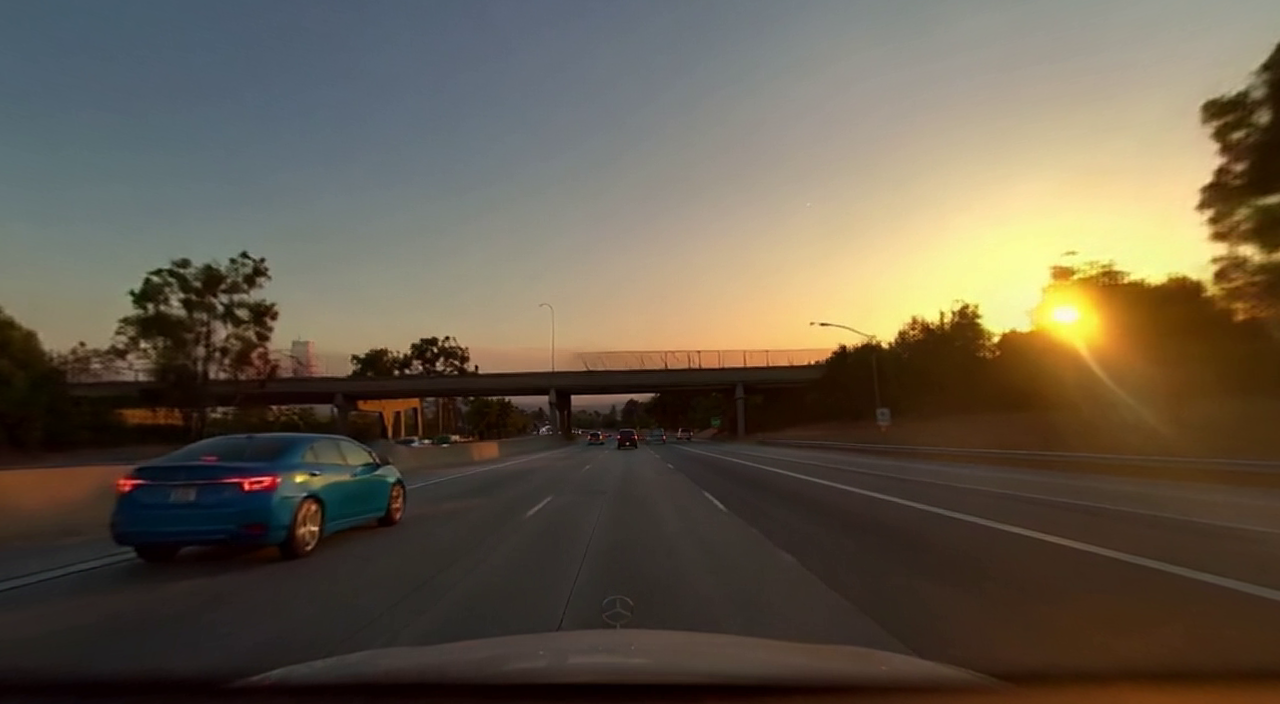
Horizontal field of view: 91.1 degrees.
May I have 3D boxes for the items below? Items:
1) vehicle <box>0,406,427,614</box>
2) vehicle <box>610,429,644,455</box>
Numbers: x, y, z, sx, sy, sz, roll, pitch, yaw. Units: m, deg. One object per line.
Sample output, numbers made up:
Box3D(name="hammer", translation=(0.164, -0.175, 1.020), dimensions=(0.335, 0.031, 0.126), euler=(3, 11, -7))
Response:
Box3D(name="vehicle", translation=(-4.157, 1.478, 6.997), dimensions=(2.017, 1.537, 4.496), euler=(0, -8, 0))
Box3D(name="vehicle", translation=(-0.814, 5.929, 41.430), dimensions=(2.116, 1.625, 4.004), euler=(0, -8, -1))
